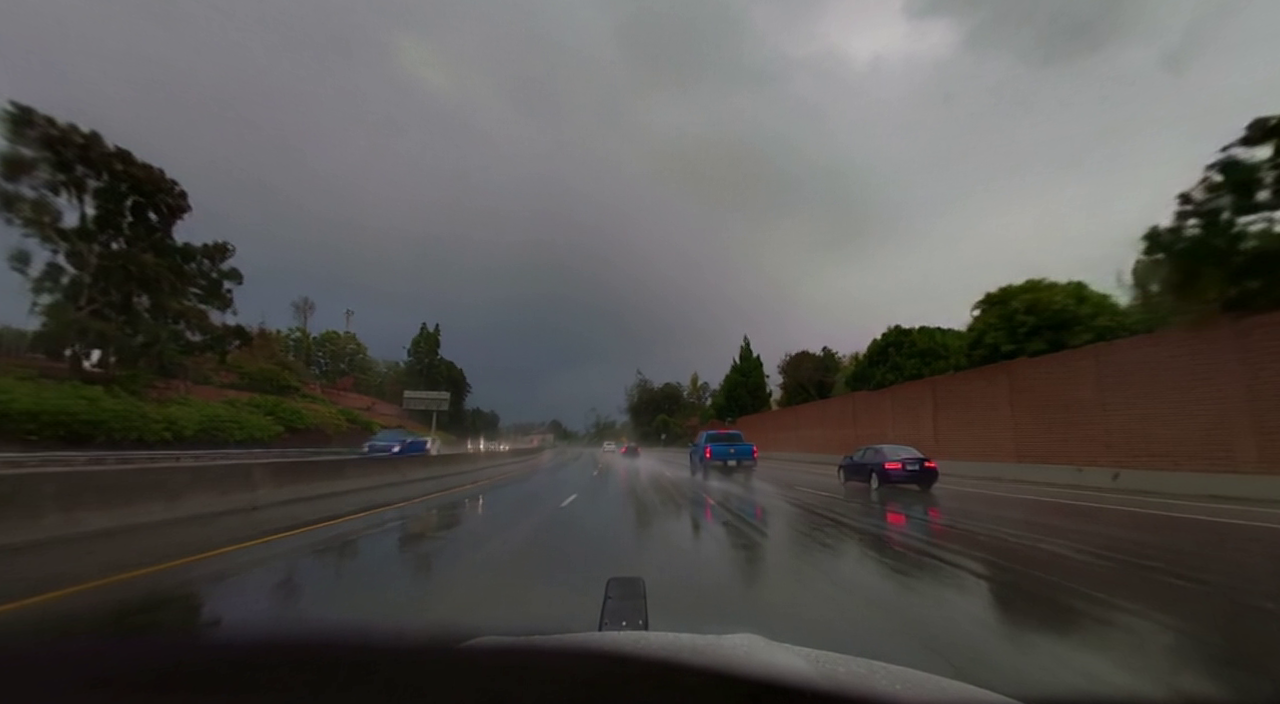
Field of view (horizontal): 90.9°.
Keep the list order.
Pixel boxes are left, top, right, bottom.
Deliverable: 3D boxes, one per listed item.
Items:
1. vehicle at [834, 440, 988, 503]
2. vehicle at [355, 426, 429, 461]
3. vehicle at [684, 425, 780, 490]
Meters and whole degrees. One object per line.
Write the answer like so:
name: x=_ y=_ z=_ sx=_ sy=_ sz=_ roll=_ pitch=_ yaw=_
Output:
vehicle: x=7.262 y=3.225 z=17.610 sx=1.976 sy=1.485 sz=4.925 roll=0 pitch=-8 yaw=-2
vehicle: x=-14.825 y=5.520 z=38.121 sx=2.324 sy=1.948 sz=5.784 roll=0 pitch=-8 yaw=-2
vehicle: x=3.028 y=3.657 z=22.230 sx=2.374 sy=1.952 sz=5.431 roll=0 pitch=-8 yaw=-2
